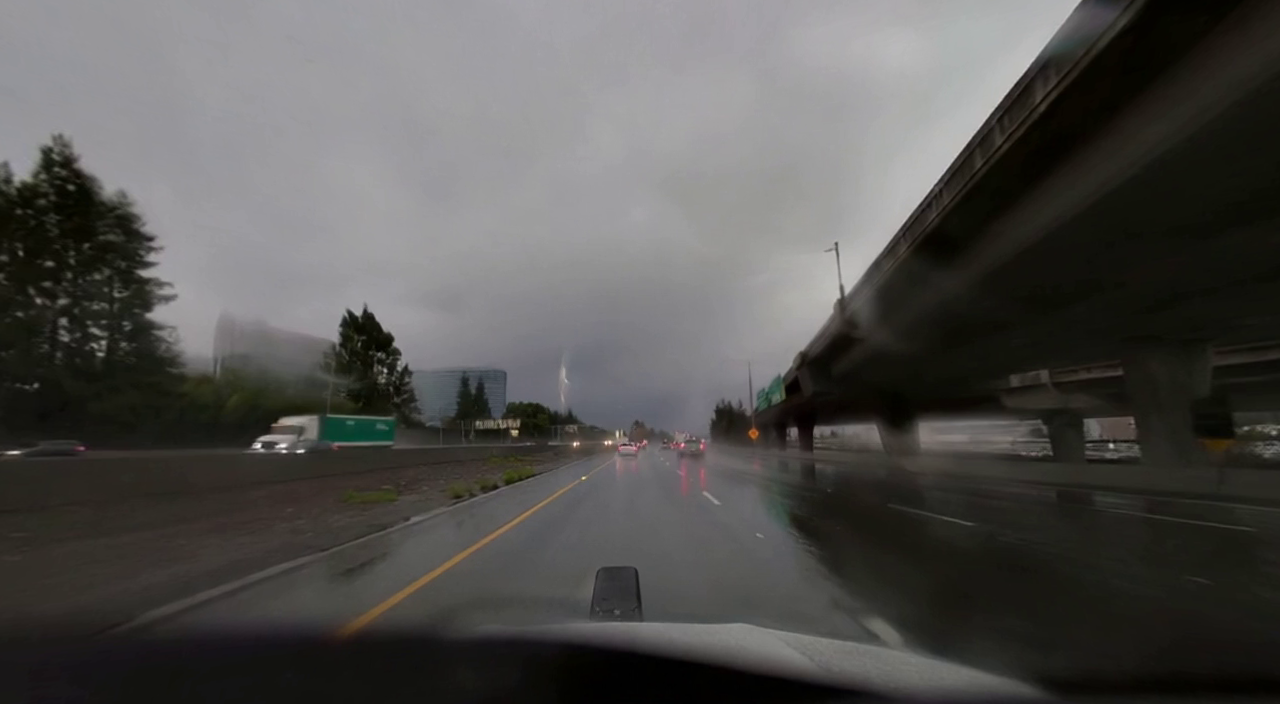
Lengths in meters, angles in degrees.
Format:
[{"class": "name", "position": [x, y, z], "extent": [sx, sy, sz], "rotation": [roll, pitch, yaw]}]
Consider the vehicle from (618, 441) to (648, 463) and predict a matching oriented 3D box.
[{"class": "vehicle", "position": [-0.483, 7.242, 45.766], "extent": [2.046, 1.475, 3.784], "rotation": [0, -9, 1]}]

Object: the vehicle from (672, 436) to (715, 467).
[{"class": "vehicle", "position": [3.290, 6.244, 39.780], "extent": [2.226, 1.779, 4.835], "rotation": [0, -9, -1]}]
